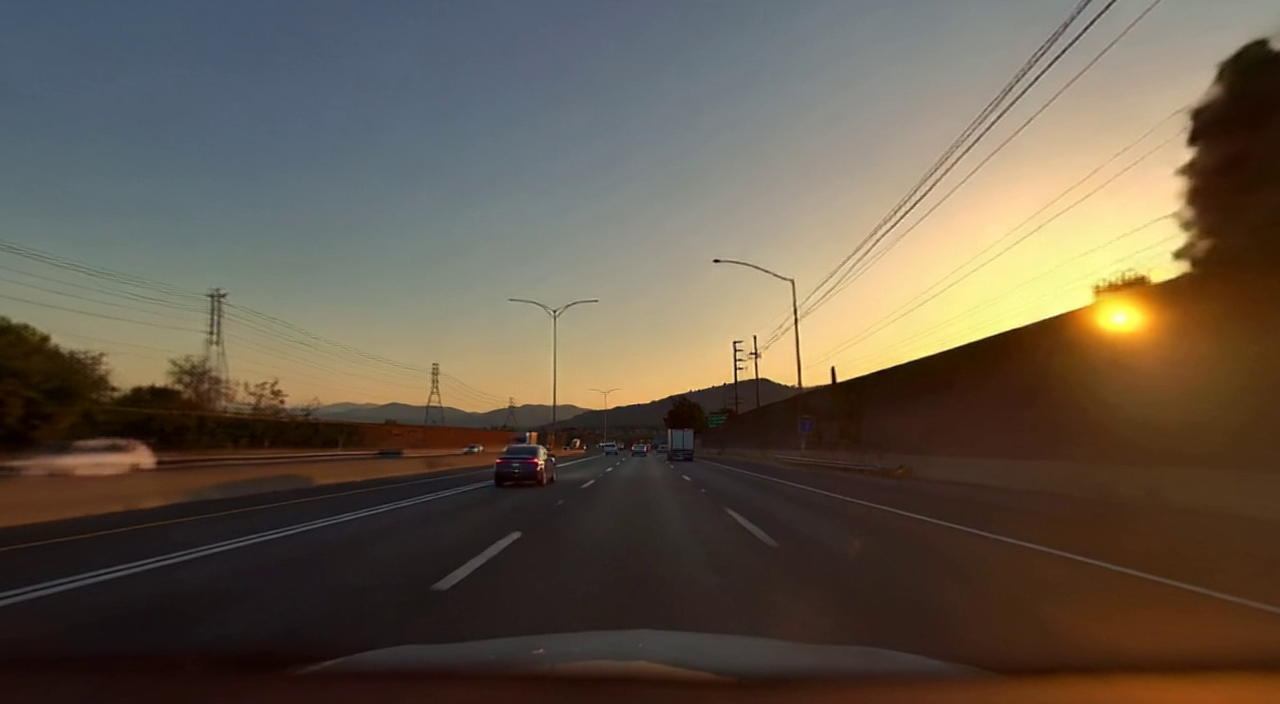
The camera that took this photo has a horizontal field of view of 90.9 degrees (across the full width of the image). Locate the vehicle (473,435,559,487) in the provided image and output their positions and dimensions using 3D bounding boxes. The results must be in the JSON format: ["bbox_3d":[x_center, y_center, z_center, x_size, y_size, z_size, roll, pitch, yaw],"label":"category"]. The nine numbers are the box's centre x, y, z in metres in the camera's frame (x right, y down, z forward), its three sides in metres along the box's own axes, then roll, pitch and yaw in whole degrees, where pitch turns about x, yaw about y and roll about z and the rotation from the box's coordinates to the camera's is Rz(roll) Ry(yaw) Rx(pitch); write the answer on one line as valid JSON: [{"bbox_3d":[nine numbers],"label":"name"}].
[{"bbox_3d":[-4.275,3.837,22.516,2.064,1.642,4.389,0,-8,1],"label":"vehicle"}]

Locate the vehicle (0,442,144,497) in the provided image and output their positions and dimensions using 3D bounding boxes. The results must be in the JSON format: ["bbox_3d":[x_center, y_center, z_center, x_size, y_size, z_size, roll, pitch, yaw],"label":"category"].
[{"bbox_3d":[-19.120,3.758,20.622,1.926,1.571,4.680,0,-8,1],"label":"vehicle"}]
